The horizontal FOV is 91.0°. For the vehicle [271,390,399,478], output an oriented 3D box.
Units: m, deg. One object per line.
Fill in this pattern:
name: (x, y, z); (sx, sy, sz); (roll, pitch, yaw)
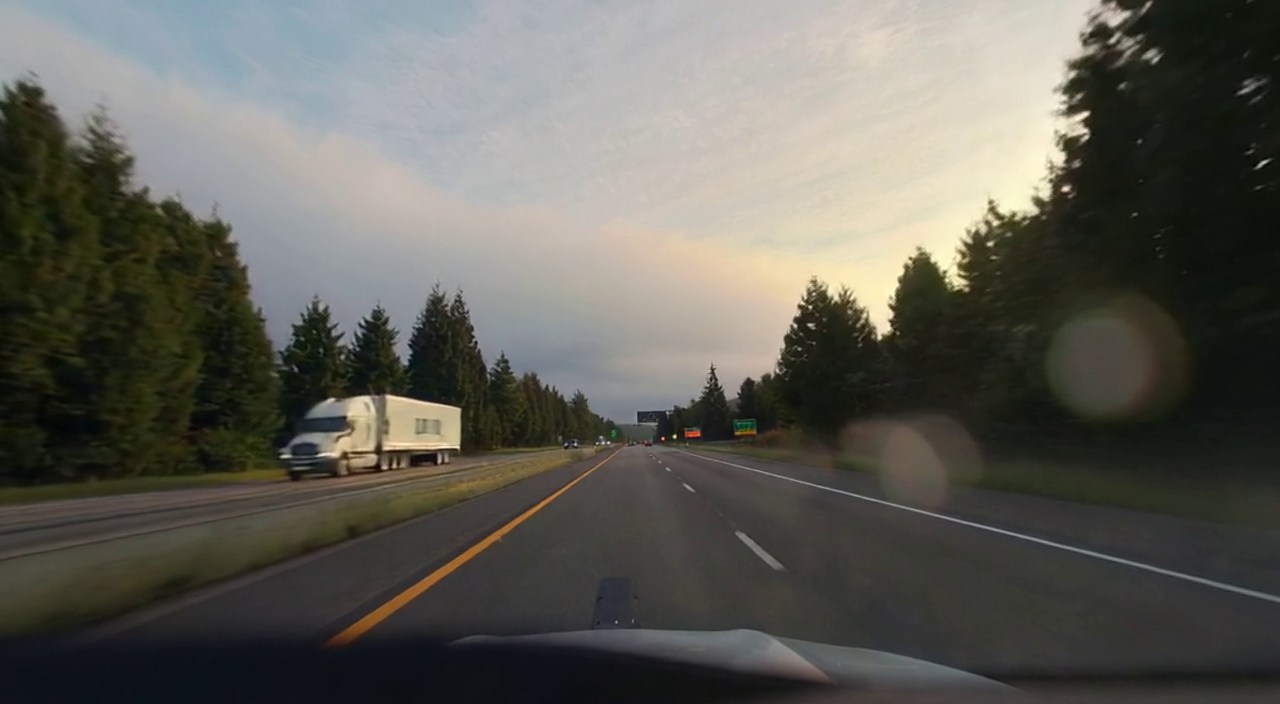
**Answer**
vehicle: (-14.173, 3.920, 29.943); (2.960, 3.712, 6.112); (0, -8, 0)
